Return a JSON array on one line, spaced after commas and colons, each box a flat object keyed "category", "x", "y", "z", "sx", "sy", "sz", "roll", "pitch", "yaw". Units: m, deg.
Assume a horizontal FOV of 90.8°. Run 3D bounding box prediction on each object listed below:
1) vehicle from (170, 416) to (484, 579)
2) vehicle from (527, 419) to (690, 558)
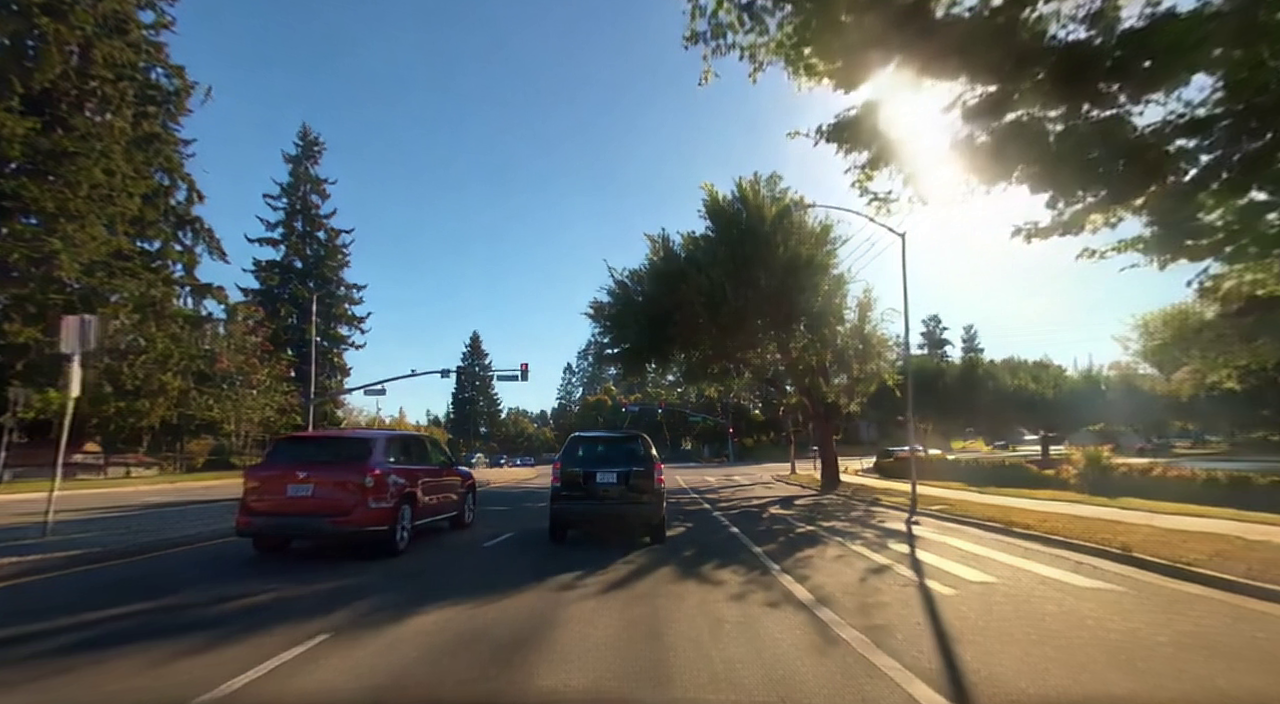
[{"category": "vehicle", "x": -3.849, "y": 1.864, "z": 8.919, "sx": 2.009, "sy": 1.673, "sz": 4.454, "roll": 0, "pitch": -9, "yaw": 2}, {"category": "vehicle", "x": -0.367, "y": 2.170, "z": 10.860, "sx": 2.131, "sy": 1.793, "sz": 5.016, "roll": 0, "pitch": -9, "yaw": 1}]
